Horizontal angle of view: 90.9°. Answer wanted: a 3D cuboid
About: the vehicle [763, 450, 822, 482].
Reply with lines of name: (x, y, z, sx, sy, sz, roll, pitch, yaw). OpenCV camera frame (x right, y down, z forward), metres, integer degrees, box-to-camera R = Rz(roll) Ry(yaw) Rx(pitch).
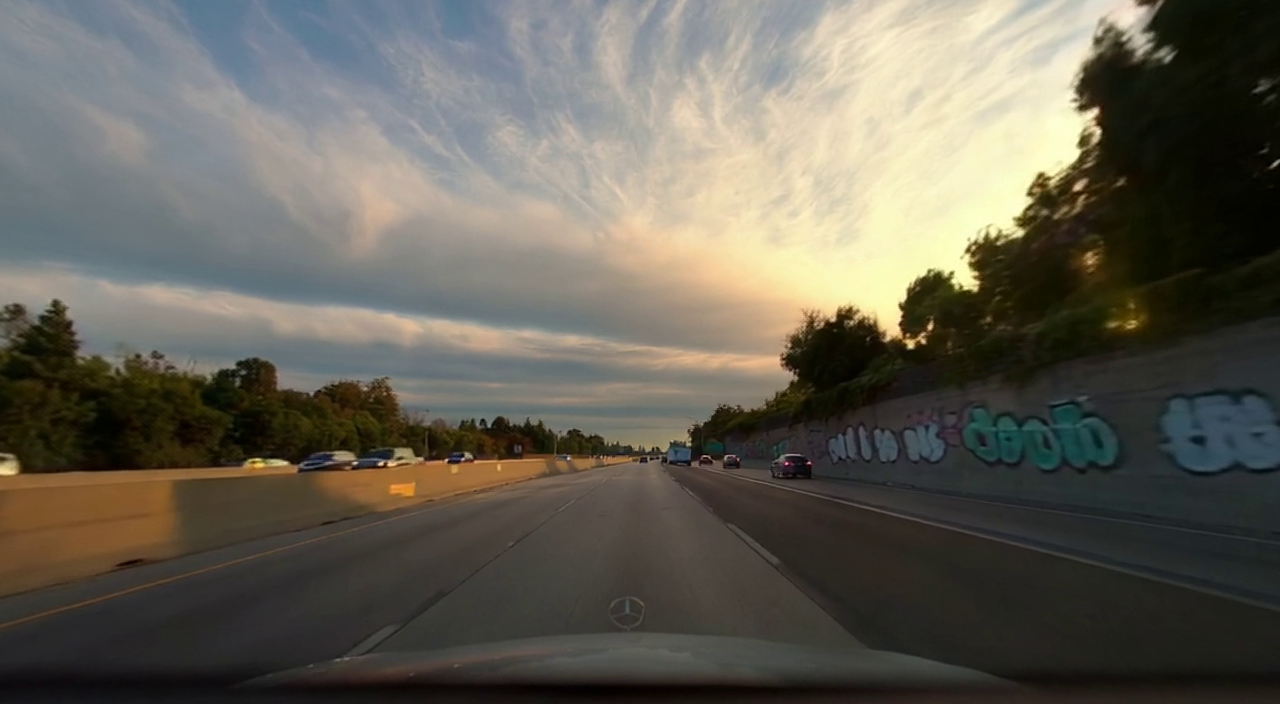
vehicle: (7.762, 5.850, 32.538, 1.907, 1.495, 4.517, 0, -9, 0)

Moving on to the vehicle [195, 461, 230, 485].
vehicle: (-32.018, 9.031, 47.280, 1.873, 1.614, 4.321, 5, -10, -31)

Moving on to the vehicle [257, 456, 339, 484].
vehicle: (-19.069, 6.561, 35.364, 1.985, 1.429, 4.497, 0, -9, 1)

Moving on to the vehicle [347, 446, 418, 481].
vehicle: (-15.240, 6.626, 37.653, 2.130, 1.948, 4.751, 0, -9, 1)
